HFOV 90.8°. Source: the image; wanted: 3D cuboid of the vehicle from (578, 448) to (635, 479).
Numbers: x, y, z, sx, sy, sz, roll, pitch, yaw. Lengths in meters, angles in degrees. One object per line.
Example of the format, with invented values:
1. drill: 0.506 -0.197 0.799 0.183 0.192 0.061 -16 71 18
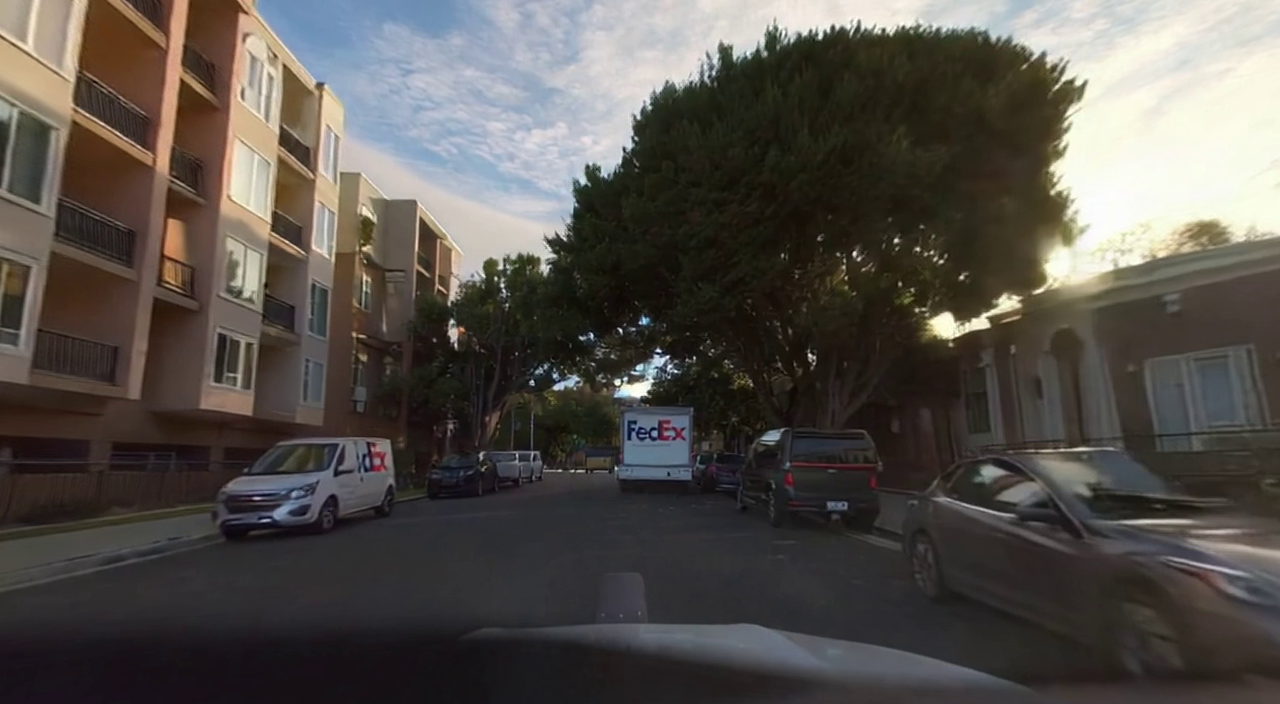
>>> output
1. vehicle: -1.714 5.935 33.939 1.981 1.500 3.992 -2 -9 13

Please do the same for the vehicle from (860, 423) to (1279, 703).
1. vehicle: 3.389 1.373 4.774 1.877 1.500 4.407 0 -9 0

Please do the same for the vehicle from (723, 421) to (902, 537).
1. vehicle: 3.364 2.612 13.797 2.221 1.991 5.564 0 -9 -1

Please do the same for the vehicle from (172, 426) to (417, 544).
1. vehicle: -5.981 2.321 11.721 2.089 1.757 4.256 0 -8 0

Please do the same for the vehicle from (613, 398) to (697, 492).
1. vehicle: 0.408 3.879 26.391 2.930 3.275 8.180 0 -8 -2

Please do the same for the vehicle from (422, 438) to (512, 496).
1. vehicle: -6.103 4.086 22.884 2.020 1.867 4.654 0 -9 -1
